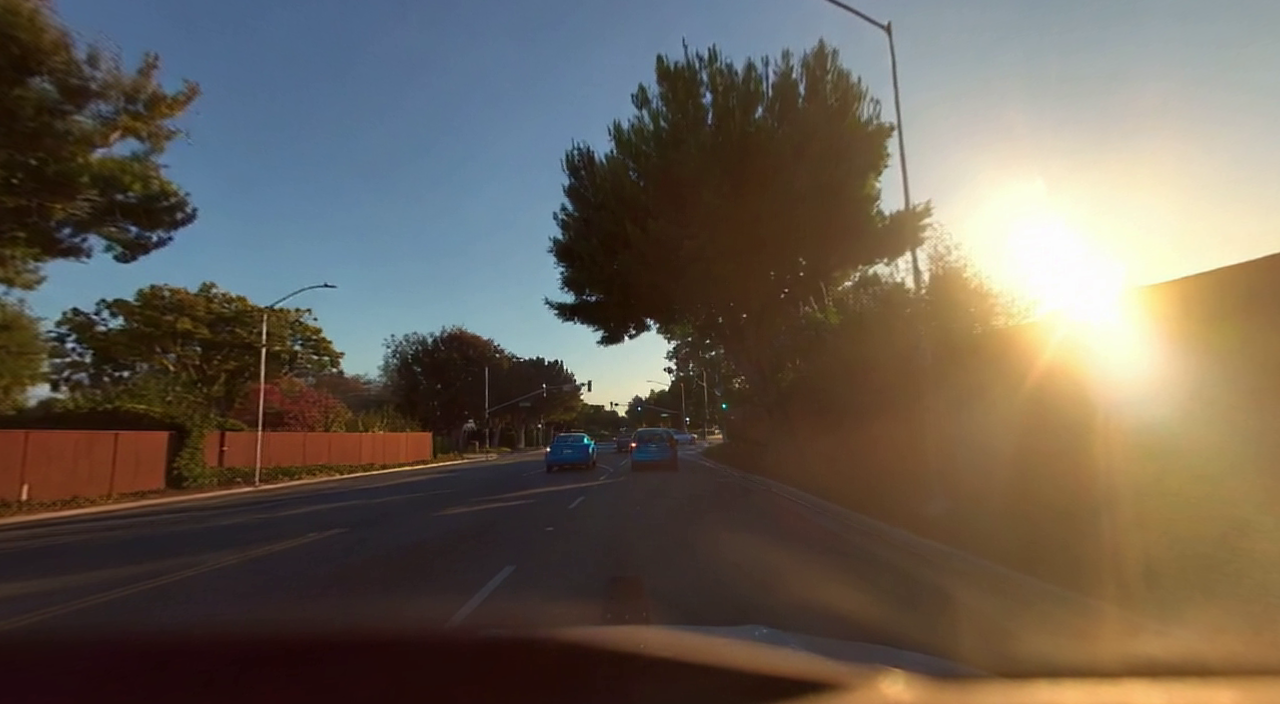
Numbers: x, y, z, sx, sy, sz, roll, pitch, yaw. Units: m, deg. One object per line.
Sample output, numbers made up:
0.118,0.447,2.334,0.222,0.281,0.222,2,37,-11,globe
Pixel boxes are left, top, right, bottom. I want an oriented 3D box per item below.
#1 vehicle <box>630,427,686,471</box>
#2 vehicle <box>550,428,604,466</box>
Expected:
0.712,4.031,26.221,2.127,1.665,3.993,0,-8,1,vehicle
-3.069,4.737,31.536,2.190,1.766,4.394,0,-8,1,vehicle
